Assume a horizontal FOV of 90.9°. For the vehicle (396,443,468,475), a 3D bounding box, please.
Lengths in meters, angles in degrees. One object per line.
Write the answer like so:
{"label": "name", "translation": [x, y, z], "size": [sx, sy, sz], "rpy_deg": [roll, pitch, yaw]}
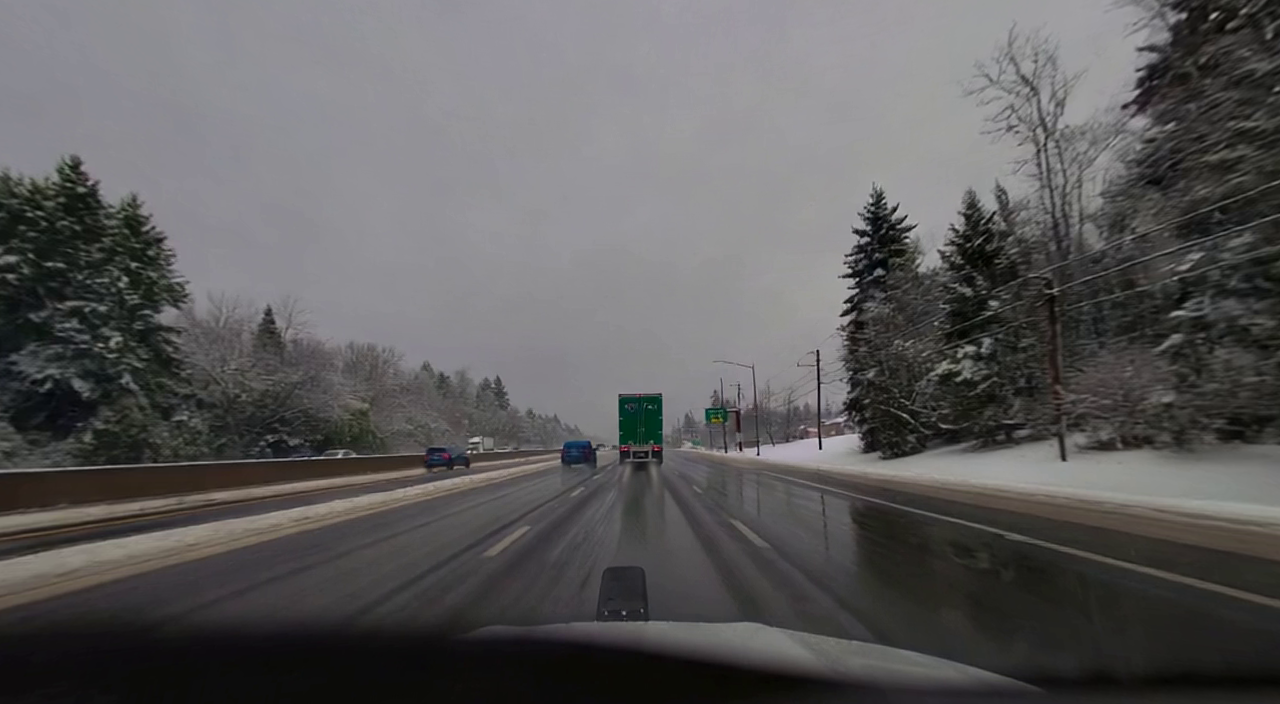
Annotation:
{"label": "vehicle", "translation": [-10.610, 5.461, 32.538], "size": [2.012, 1.509, 4.789], "rpy_deg": [0, -8, 1]}

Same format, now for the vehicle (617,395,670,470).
{"label": "vehicle", "translation": [0.233, 5.350, 41.105], "size": [2.879, 4.085, 13.125], "rpy_deg": [0, -8, 0]}

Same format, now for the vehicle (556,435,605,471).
{"label": "vehicle", "translation": [-3.397, 5.899, 37.099], "size": [2.293, 1.923, 5.141], "rpy_deg": [0, -8, 0]}
